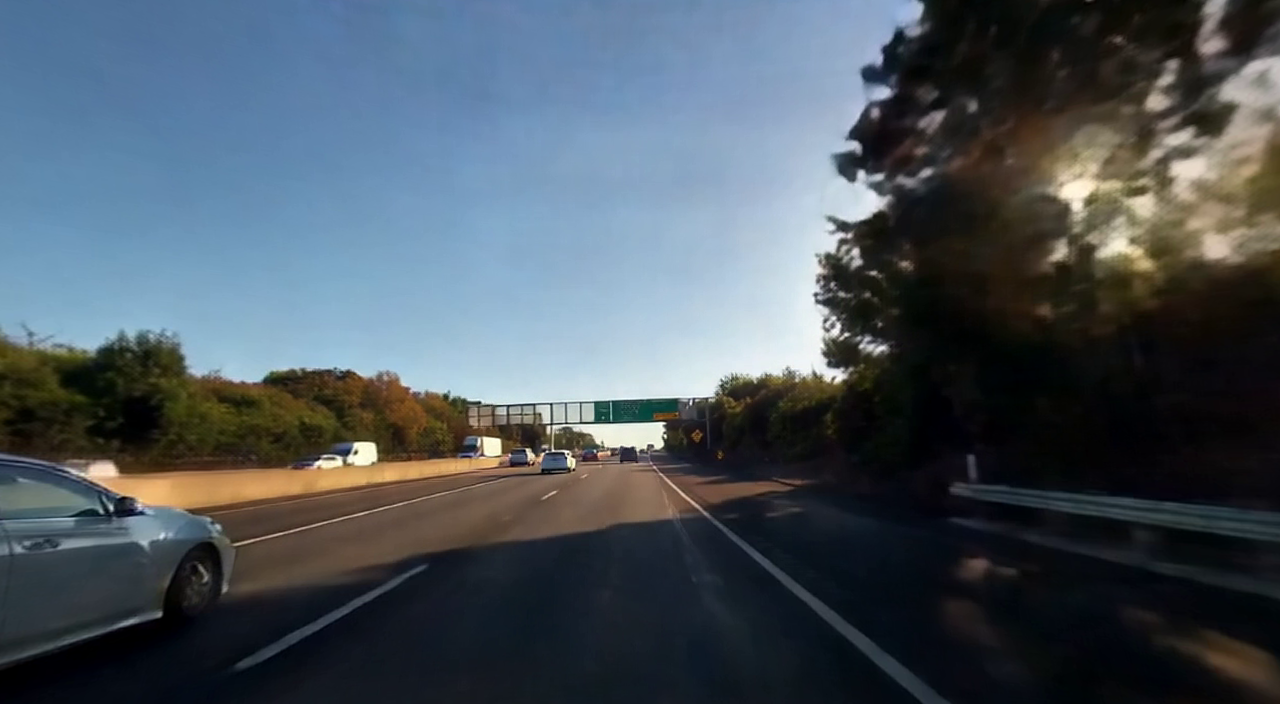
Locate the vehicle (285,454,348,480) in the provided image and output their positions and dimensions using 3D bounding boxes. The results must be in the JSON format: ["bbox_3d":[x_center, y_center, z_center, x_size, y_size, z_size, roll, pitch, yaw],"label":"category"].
[{"bbox_3d":[-20.109,7.139,39.128,1.869,1.503,3.906,0,-9,0],"label":"vehicle"}]

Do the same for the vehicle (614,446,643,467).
[{"bbox_3d":[-0.860,7.773,46.835,2.023,1.479,3.718,0,-9,-1],"label":"vehicle"}]

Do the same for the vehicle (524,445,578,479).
[{"bbox_3d":[-4.166,5.198,29.954,1.988,1.477,4.118,0,-9,0],"label":"vehicle"}]

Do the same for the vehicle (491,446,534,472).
[{"bbox_3d":[-7.950,6.686,39.382,1.936,1.516,3.904,0,-9,0],"label":"vehicle"}]

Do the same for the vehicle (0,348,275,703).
[{"bbox_3d":[-4.004,0.863,2.745,2.074,1.779,4.588,0,-9,-1],"label":"vehicle"}]
